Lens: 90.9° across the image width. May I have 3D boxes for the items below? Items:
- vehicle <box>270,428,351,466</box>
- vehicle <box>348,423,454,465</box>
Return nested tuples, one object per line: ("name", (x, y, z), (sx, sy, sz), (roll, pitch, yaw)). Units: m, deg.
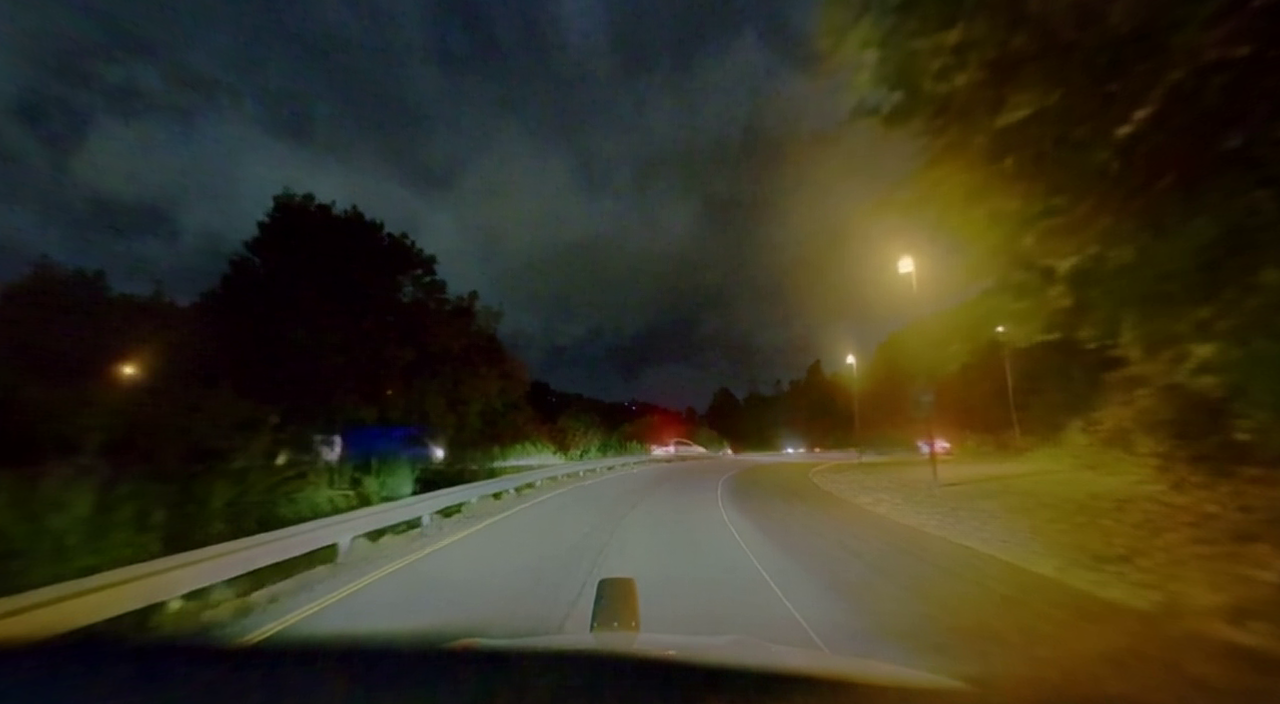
("vehicle", (-23.567, 6.817, 45.312), (4.784, 2.535, 2.203), (2, -9, -20))
("vehicle", (-17.847, 6.880, 47.355), (7.155, 2.942, 2.420), (3, -8, -21))
